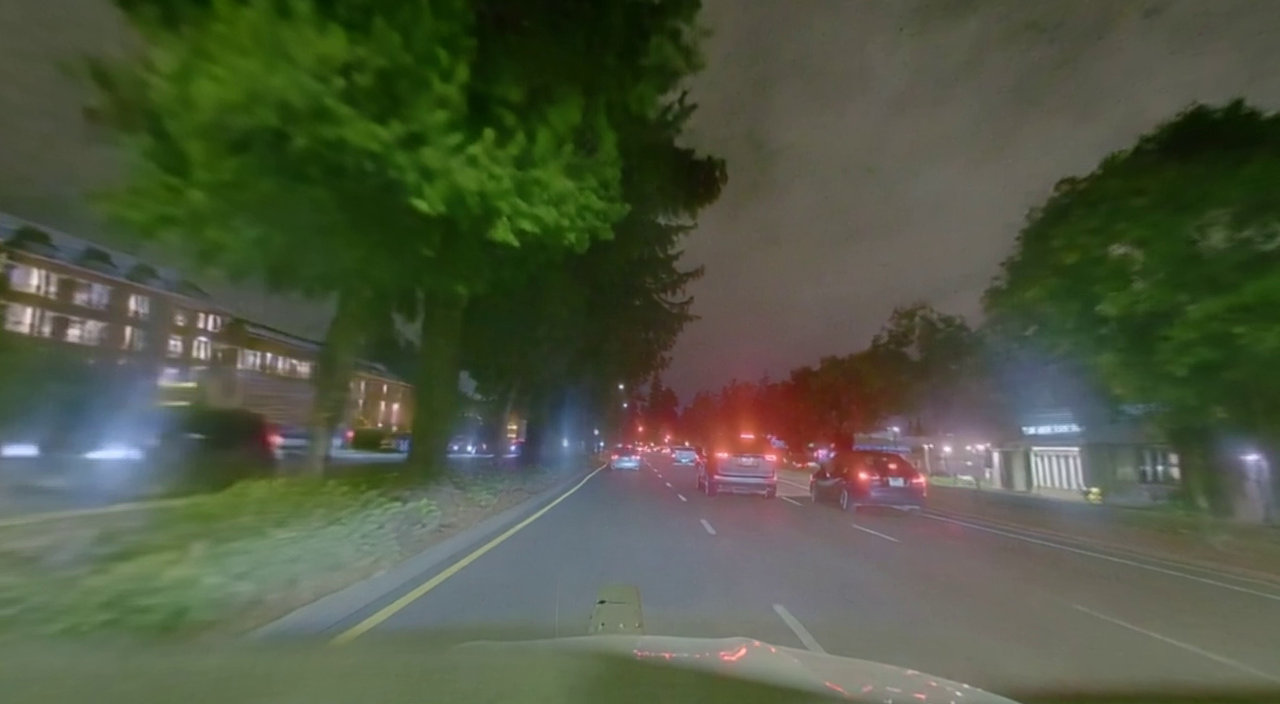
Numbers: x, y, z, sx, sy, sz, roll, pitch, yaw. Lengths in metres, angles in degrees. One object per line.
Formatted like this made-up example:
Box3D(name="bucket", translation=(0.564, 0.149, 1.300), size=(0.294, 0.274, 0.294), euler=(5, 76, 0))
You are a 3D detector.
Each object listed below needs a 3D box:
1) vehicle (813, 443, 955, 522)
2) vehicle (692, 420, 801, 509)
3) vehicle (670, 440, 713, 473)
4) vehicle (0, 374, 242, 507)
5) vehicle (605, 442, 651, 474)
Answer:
Box3D(name="vehicle", translation=(6.199, 3.326, 16.688), size=(1.913, 1.777, 4.269), euler=(0, -9, -2))
Box3D(name="vehicle", translation=(2.717, 2.981, 17.108), size=(2.035, 1.940, 4.299), euler=(4, -9, -1))
Box3D(name="vehicle", translation=(2.755, 5.745, 34.963), size=(1.922, 1.708, 4.126), euler=(0, -9, -2))
Box3D(name="vehicle", translation=(-9.424, 1.558, 11.007), size=(1.895, 1.816, 4.636), euler=(0, -9, 0))
Box3D(name="vehicle", translation=(-0.591, 5.200, 31.169), size=(2.119, 1.460, 3.847), euler=(0, -9, -1))
